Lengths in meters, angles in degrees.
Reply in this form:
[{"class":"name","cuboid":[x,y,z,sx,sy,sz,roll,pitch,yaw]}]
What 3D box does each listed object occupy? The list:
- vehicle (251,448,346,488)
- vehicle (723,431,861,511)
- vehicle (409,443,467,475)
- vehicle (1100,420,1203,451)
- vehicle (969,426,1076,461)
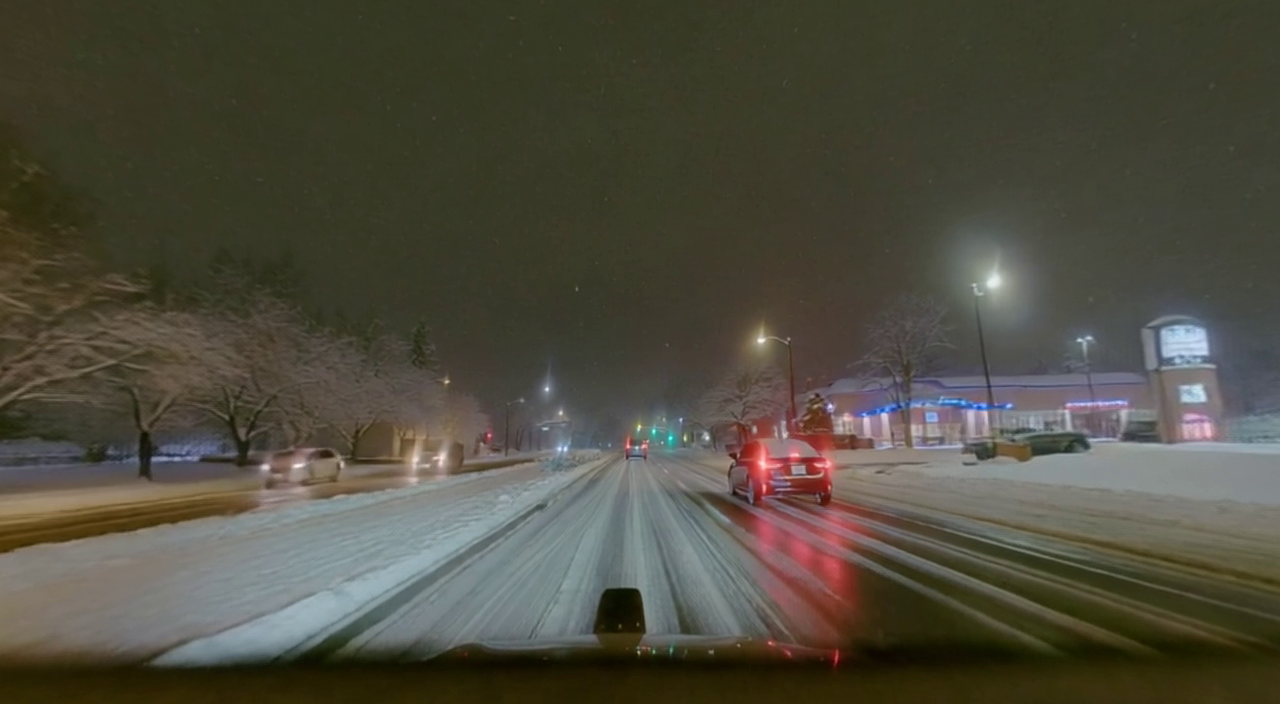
[{"class":"vehicle","cuboid":[-16.566,5.621,30.969,2.032,1.728,4.633,0,-8,0]},{"class":"vehicle","cuboid":[3.388,2.753,15.197,1.995,1.616,4.729,0,-8,-2]},{"class":"vehicle","cuboid":[-12.556,6.645,39.533,2.063,1.812,4.502,0,-8,1]},{"class":"vehicle","cuboid":[32.383,5.293,40.117,4.597,1.886,2.143,0,-8,0]},{"class":"vehicle","cuboid":[20.018,4.801,33.170,4.376,1.735,1.854,0,-8,-2]}]
